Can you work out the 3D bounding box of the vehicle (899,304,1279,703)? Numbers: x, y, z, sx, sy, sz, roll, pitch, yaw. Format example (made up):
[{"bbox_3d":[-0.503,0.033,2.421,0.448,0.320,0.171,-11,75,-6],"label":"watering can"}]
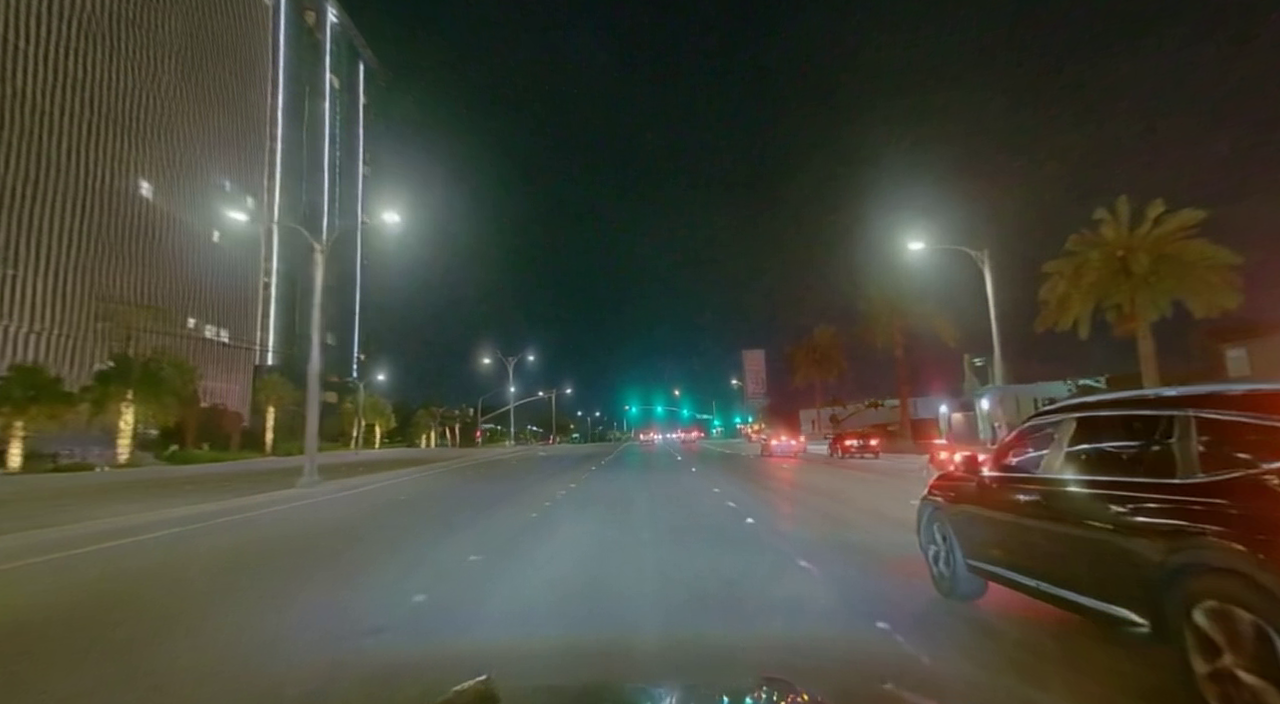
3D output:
[{"bbox_3d":[3.548,0.865,3.393,2.219,1.795,4.718,0,-9,-1],"label":"vehicle"}]

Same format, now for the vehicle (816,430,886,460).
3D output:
[{"bbox_3d":[10.960,4.888,33.146,1.871,1.465,4.395,0,-9,-4],"label":"vehicle"}]
